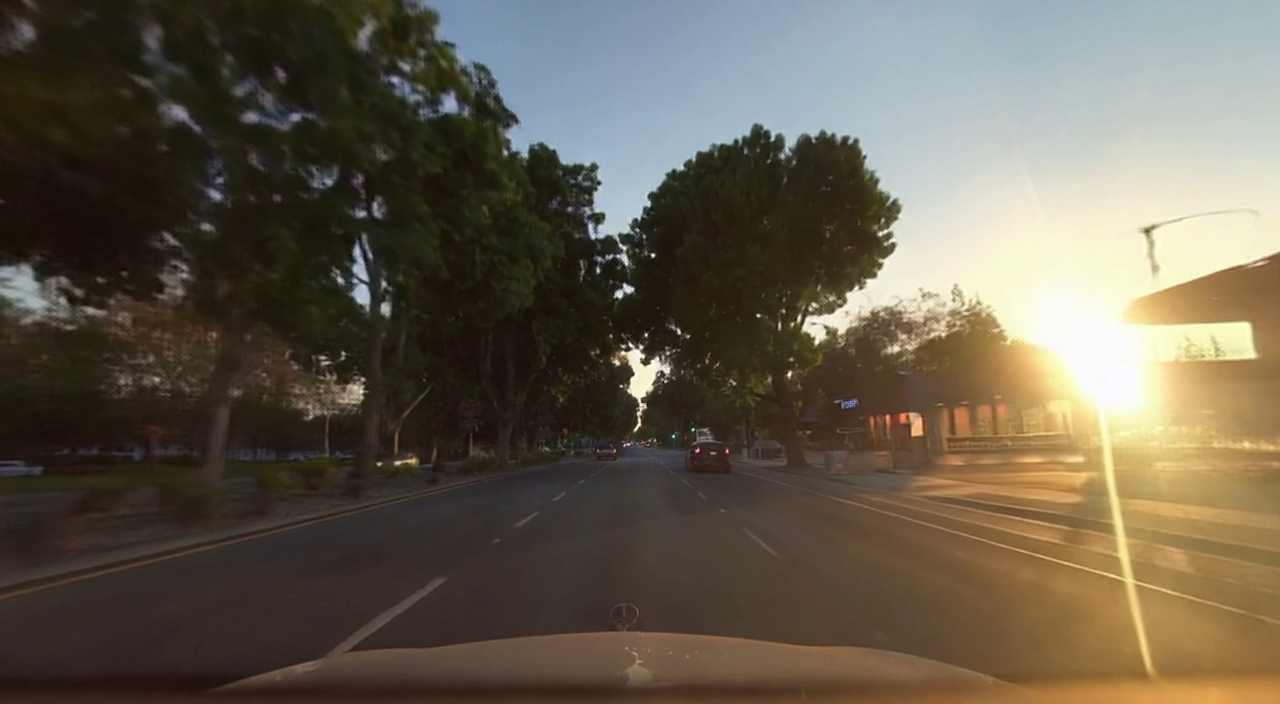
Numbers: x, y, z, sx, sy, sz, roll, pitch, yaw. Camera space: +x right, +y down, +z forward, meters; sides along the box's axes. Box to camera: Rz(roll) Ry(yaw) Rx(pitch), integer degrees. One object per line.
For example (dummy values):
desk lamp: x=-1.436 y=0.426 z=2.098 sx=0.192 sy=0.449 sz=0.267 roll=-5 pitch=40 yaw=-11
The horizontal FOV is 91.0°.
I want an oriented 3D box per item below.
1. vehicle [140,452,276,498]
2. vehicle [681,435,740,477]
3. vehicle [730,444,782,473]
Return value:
vehicle: x=-15.832 y=4.501 z=23.413 sx=1.971 sy=1.475 sz=4.318 roll=0 pitch=-8 yaw=0
vehicle: x=3.113 y=4.718 z=28.770 sx=2.083 sy=1.743 sz=4.354 roll=0 pitch=-8 yaw=-1
vehicle: x=6.571 y=6.050 z=36.158 sx=1.948 sy=1.526 sz=4.641 roll=0 pitch=-8 yaw=-2
